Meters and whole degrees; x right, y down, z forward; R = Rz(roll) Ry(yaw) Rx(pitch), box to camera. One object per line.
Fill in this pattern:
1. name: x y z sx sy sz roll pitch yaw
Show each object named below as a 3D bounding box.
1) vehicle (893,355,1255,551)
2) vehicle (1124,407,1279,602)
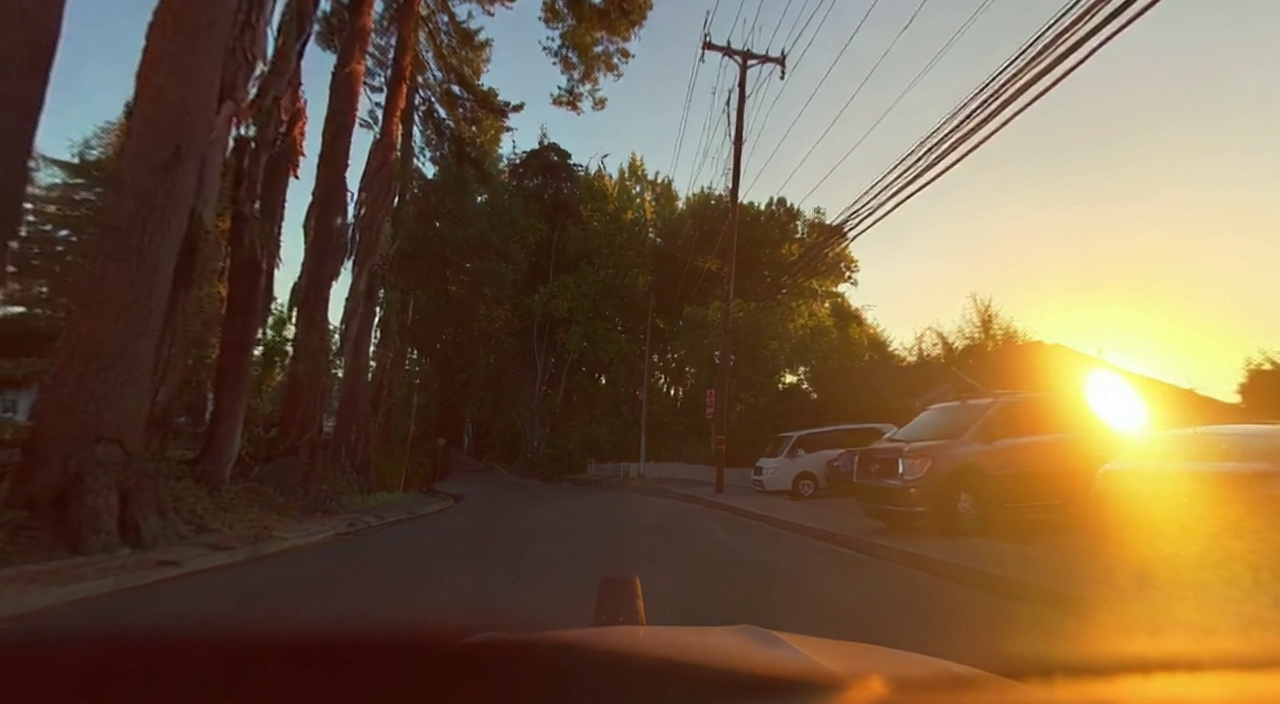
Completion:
1. vehicle: 6.784 1.615 9.823 5.269 2.289 2.446 7 -13 -31
2. vehicle: 7.011 1.361 6.491 4.156 1.502 1.577 0 -7 -30
